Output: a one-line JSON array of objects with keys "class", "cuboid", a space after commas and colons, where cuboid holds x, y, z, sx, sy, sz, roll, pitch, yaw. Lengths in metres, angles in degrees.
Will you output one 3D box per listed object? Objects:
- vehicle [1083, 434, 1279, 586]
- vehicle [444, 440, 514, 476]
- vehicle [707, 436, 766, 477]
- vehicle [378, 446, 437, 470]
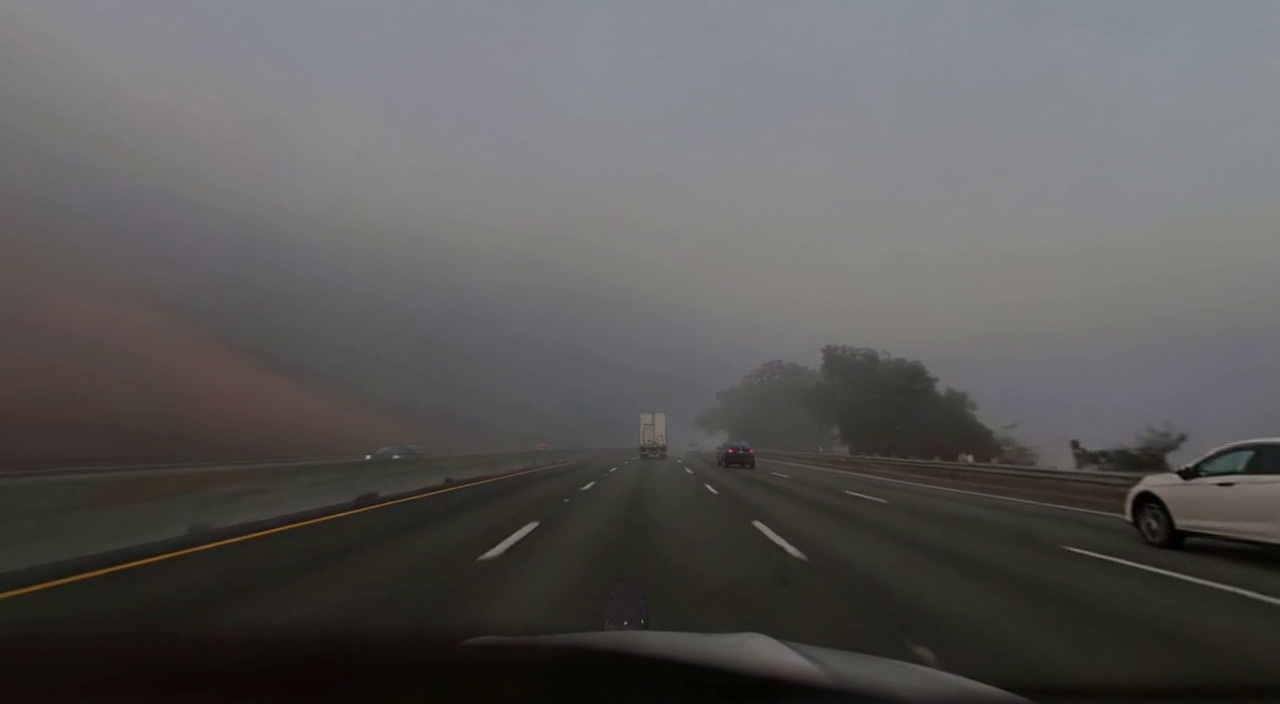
[{"class": "vehicle", "cuboid": [7.117, 1.581, 6.552, 1.982, 1.440, 4.171, 0, -8, 1]}, {"class": "vehicle", "cuboid": [-7.372, 4.911, 29.333, 1.974, 1.488, 4.325, -1, -9, 2]}, {"class": "vehicle", "cuboid": [4.066, 4.468, 27.161, 1.880, 1.624, 3.941, 0, -8, 0]}, {"class": "vehicle", "cuboid": [-15.379, 6.995, 41.933, 1.974, 1.501, 4.698, -1, -8, 2]}]
